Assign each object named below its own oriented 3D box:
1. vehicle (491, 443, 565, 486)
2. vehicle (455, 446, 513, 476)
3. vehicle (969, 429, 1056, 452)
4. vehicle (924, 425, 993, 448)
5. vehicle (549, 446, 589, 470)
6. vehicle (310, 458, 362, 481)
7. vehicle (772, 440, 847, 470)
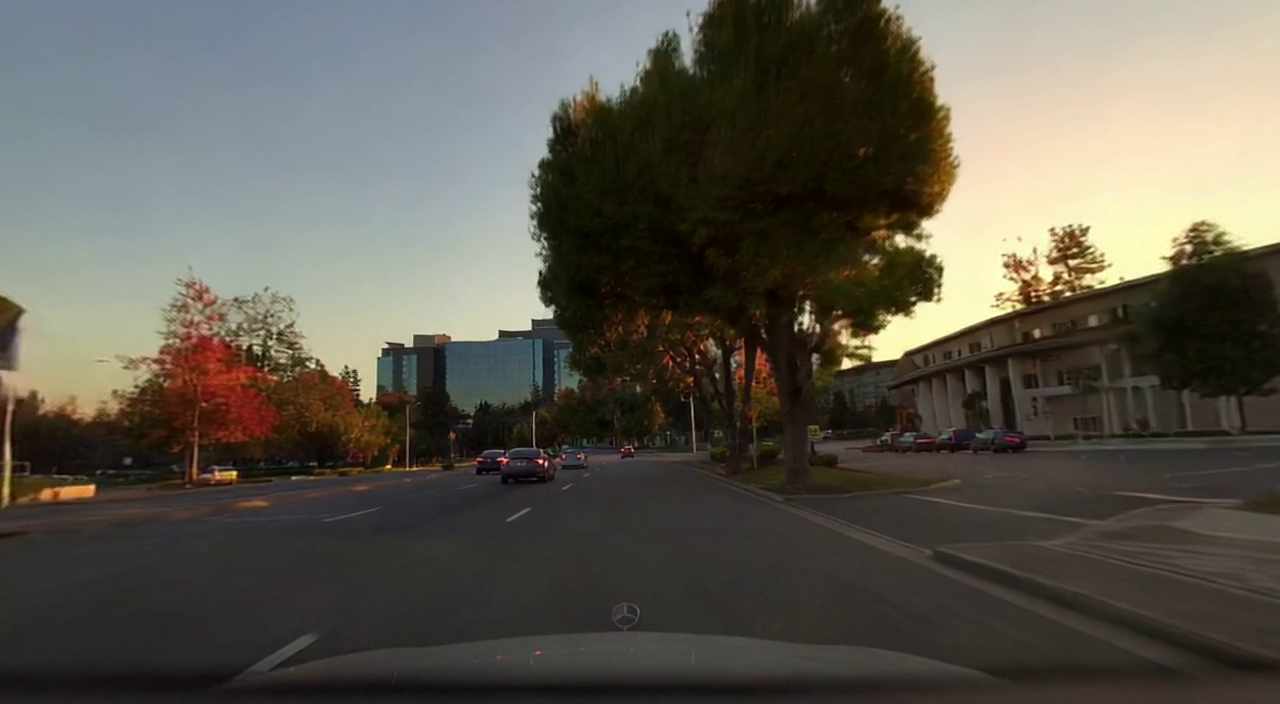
[{"bbox_3d":[-4.179,4.285,24.418,2.011,1.483,4.596,0,-9,0],"label":"vehicle"},{"bbox_3d":[-8.400,5.916,34.546,1.976,1.497,4.709,0,-9,0],"label":"vehicle"},{"bbox_3d":[24.795,5.893,42.151,4.614,1.464,1.856,0,-9,0],"label":"vehicle"},{"bbox_3d":[24.548,6.494,48.752,4.154,1.662,2.113,-1,-8,0],"label":"vehicle"},{"bbox_3d":[-4.345,6.542,39.170,1.971,1.414,4.317,0,-8,0],"label":"vehicle"},{"bbox_3d":[-23.850,9.219,49.797,2.007,1.501,4.340,-3,-9,-1],"label":"vehicle"},{"bbox_3d":[12.403,7.595,46.446,4.790,1.439,2.034,-9,-9,0],"label":"vehicle"}]
